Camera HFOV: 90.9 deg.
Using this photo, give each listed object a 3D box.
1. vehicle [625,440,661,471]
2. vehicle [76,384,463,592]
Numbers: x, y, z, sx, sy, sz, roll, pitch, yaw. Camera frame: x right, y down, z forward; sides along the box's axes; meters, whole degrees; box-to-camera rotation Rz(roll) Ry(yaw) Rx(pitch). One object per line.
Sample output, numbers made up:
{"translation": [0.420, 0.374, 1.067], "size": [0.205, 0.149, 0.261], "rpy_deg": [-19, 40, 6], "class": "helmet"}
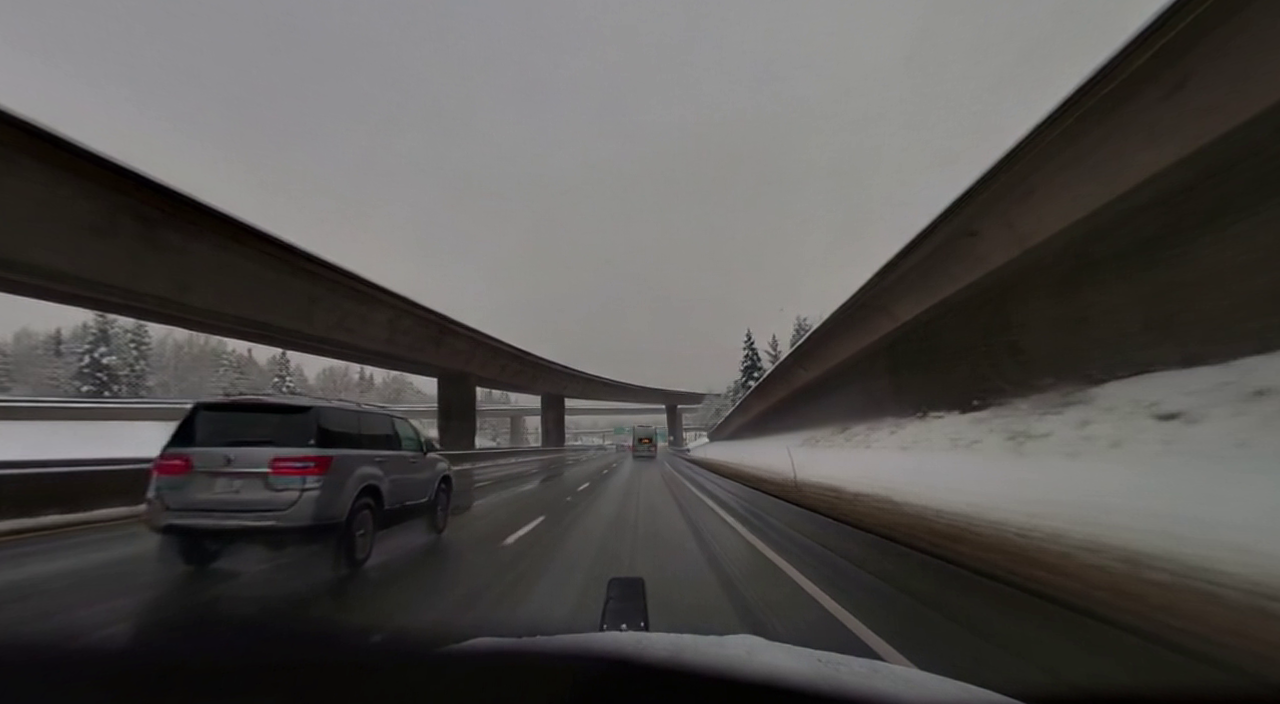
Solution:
{"translation": [0.164, 6.148, 37.685], "size": [2.052, 1.711, 4.223], "rpy_deg": [0, -8, 0], "class": "vehicle"}
{"translation": [-4.120, 1.619, 8.329], "size": [2.147, 1.918, 4.834], "rpy_deg": [0, -8, 0], "class": "vehicle"}
